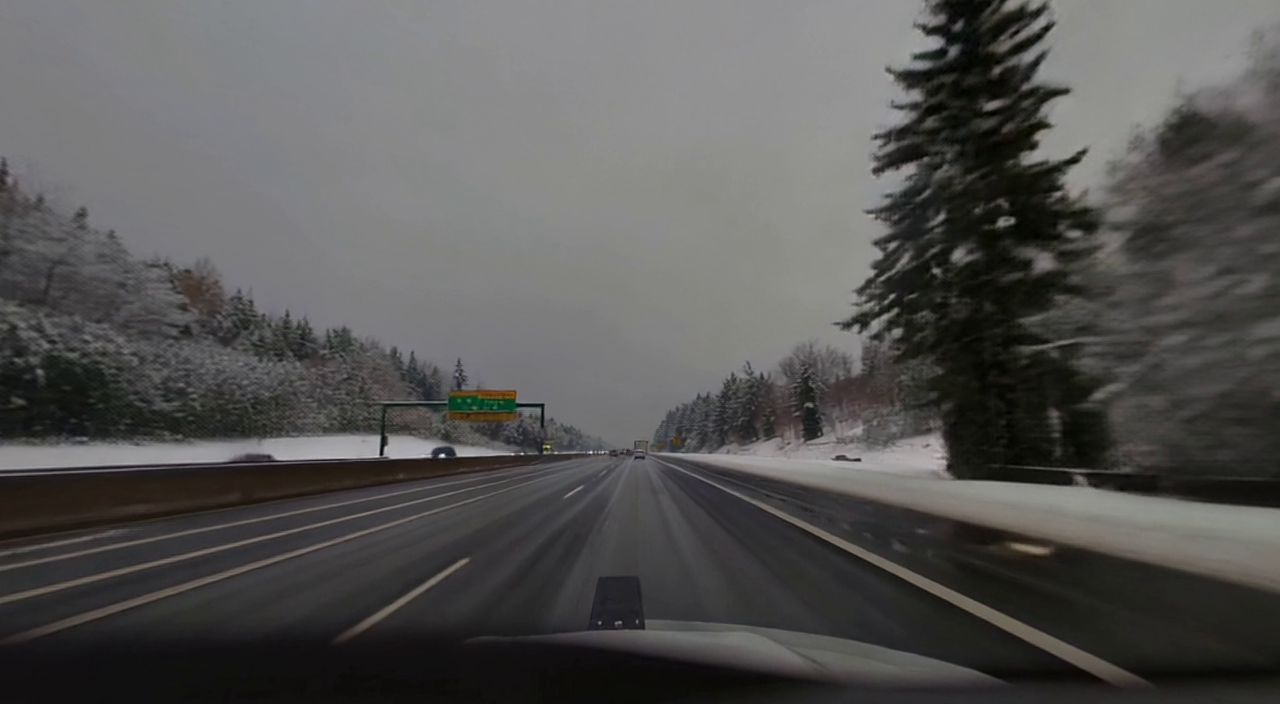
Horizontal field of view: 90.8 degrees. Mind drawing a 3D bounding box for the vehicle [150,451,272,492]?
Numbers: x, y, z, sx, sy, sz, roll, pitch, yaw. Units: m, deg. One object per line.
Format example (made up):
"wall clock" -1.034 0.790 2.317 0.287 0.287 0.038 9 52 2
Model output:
"vehicle" -16.228 4.494 24.148 1.799 1.408 4.076 0 -9 0
